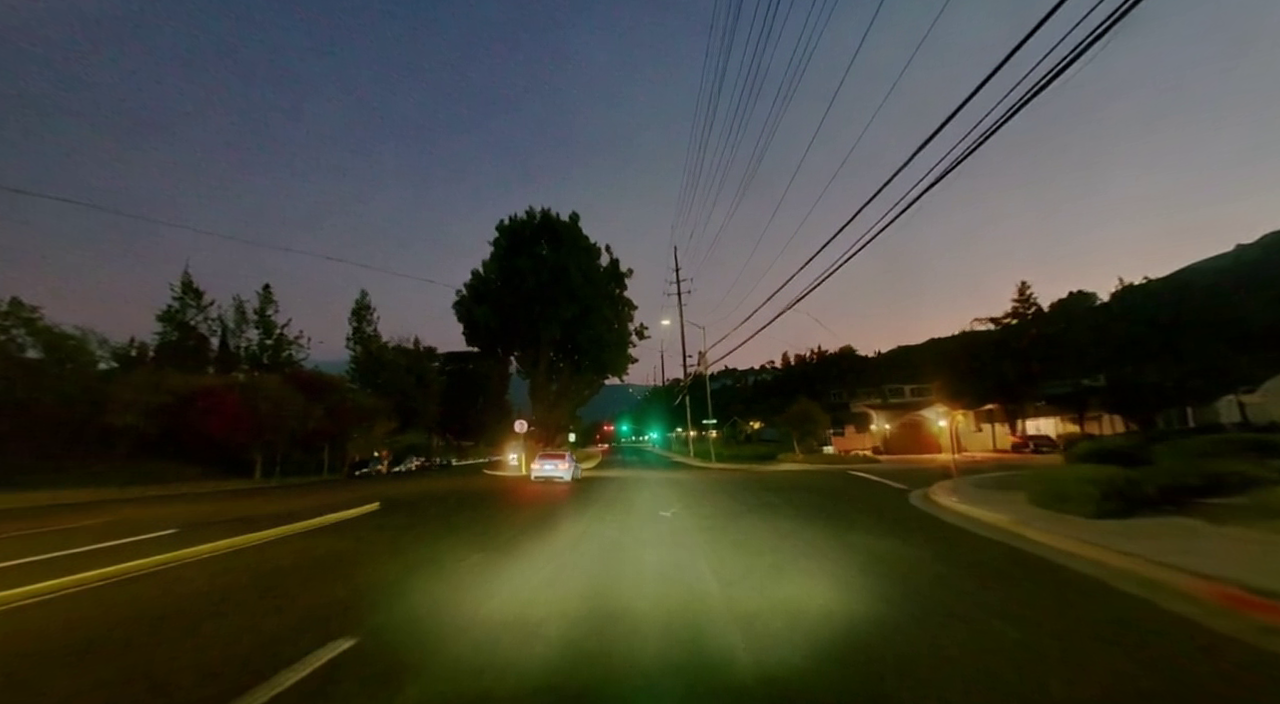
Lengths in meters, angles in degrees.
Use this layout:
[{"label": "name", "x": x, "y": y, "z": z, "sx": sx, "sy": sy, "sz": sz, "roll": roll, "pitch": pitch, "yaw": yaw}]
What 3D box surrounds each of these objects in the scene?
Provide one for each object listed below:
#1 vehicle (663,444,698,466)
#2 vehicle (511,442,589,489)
[{"label": "vehicle", "x": 2.852, "y": 7.362, "z": 45.262, "sx": 2.074, "sy": 1.450, "sz": 4.621, "roll": 0, "pitch": -8, "yaw": -2}, {"label": "vehicle", "x": -3.013, "y": 3.907, "z": 22.160, "sx": 2.041, "sy": 1.471, "sz": 4.602, "roll": 0, "pitch": -8, "yaw": 0}]
